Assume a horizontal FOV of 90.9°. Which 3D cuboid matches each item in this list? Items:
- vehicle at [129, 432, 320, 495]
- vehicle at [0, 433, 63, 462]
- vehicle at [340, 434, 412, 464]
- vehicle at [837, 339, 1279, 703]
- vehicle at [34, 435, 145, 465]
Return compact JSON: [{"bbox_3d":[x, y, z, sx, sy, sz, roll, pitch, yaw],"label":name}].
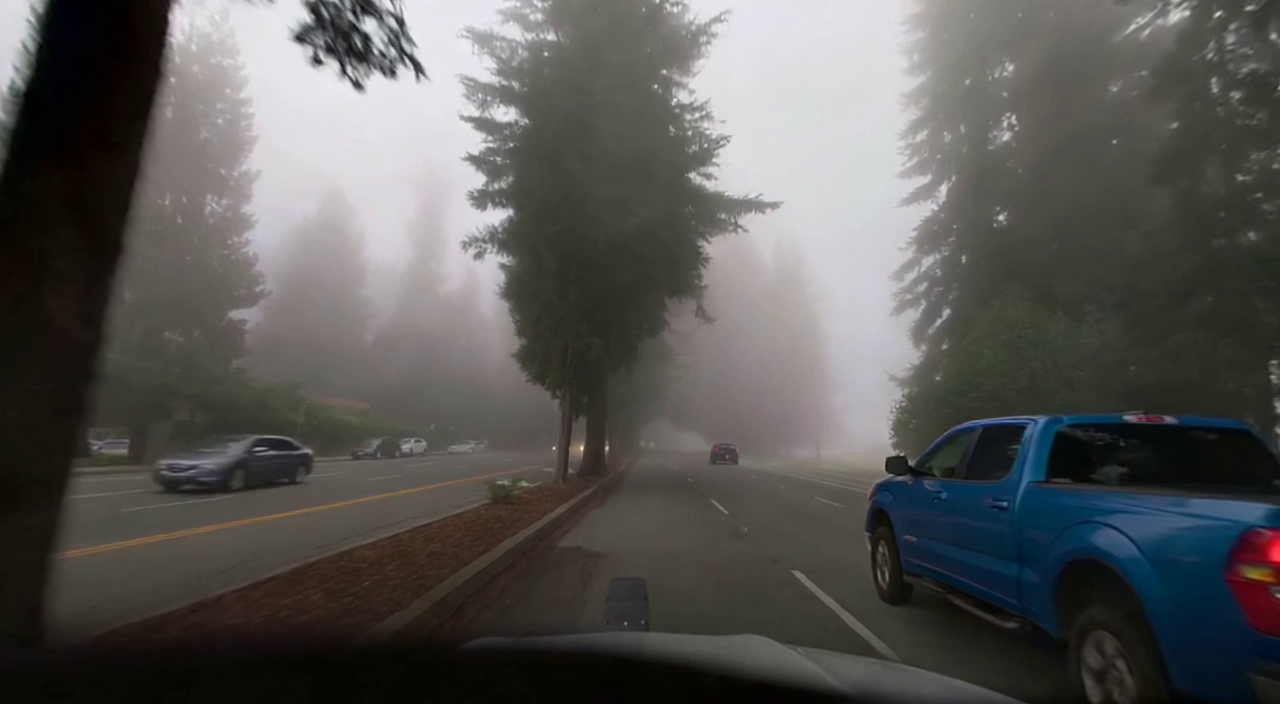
[{"bbox_3d":[-11.164,3.021,17.464,2.057,1.482,4.611,0,-8,2],"label":"vehicle"},{"bbox_3d":[-33.739,5.077,33.544,1.917,1.489,4.302,0,-8,-1],"label":"vehicle"},{"bbox_3d":[-18.152,6.719,43.786,2.398,1.883,5.729,0,-8,2],"label":"vehicle"},{"bbox_3d":[3.043,1.119,3.959,2.108,1.712,4.616,0,-8,0],"label":"vehicle"},{"bbox_3d":[-28.396,5.078,32.723,1.836,1.426,4.334,0,-8,0],"label":"vehicle"}]
